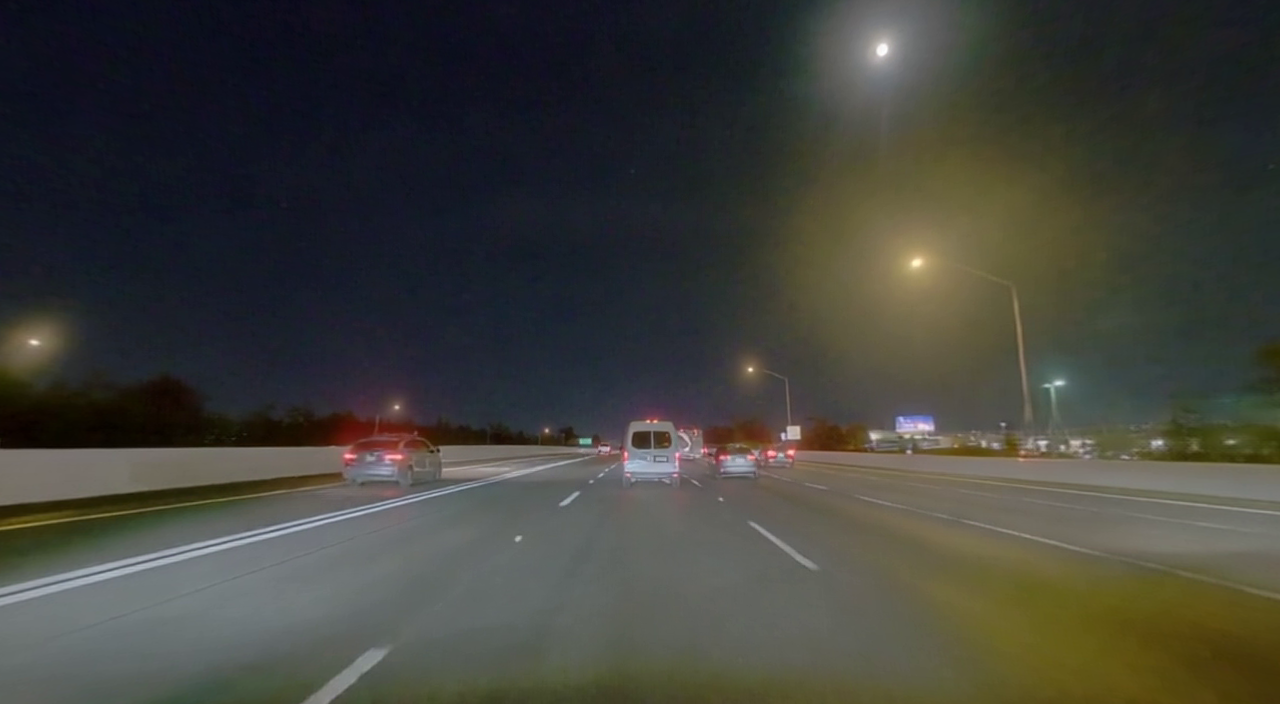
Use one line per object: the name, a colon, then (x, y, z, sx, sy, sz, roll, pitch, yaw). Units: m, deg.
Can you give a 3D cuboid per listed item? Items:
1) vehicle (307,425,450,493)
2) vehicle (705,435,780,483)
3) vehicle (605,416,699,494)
vehicle: (-7.695, 3.201, 19.212, 2.192, 1.776, 4.957, 0, -8, 0)
vehicle: (3.909, 4.166, 24.839, 2.146, 1.678, 4.489, 0, -8, -1)
vehicle: (0.293, 3.112, 19.289, 2.509, 2.062, 4.639, 0, -8, -1)
